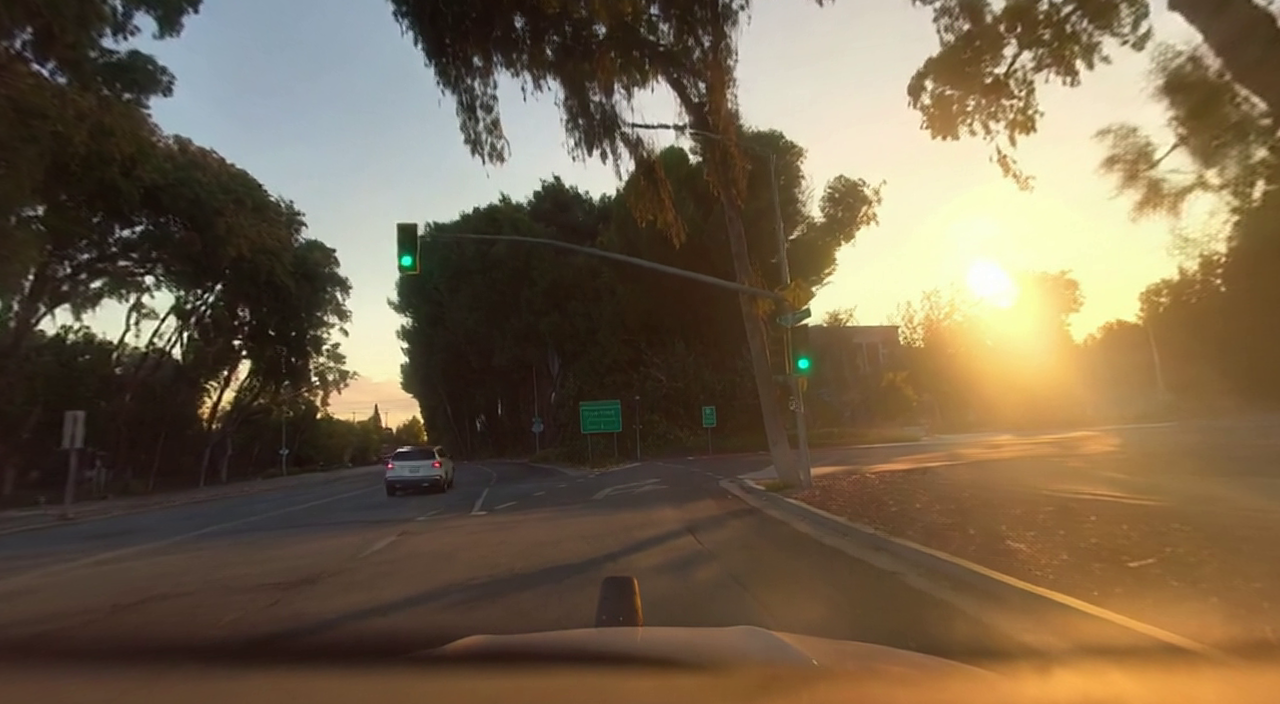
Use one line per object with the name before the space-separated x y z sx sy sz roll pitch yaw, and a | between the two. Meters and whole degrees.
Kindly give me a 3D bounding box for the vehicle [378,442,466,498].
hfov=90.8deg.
vehicle | -7.388 4.001 21.921 2.134 1.707 4.471 1 -9 -9
